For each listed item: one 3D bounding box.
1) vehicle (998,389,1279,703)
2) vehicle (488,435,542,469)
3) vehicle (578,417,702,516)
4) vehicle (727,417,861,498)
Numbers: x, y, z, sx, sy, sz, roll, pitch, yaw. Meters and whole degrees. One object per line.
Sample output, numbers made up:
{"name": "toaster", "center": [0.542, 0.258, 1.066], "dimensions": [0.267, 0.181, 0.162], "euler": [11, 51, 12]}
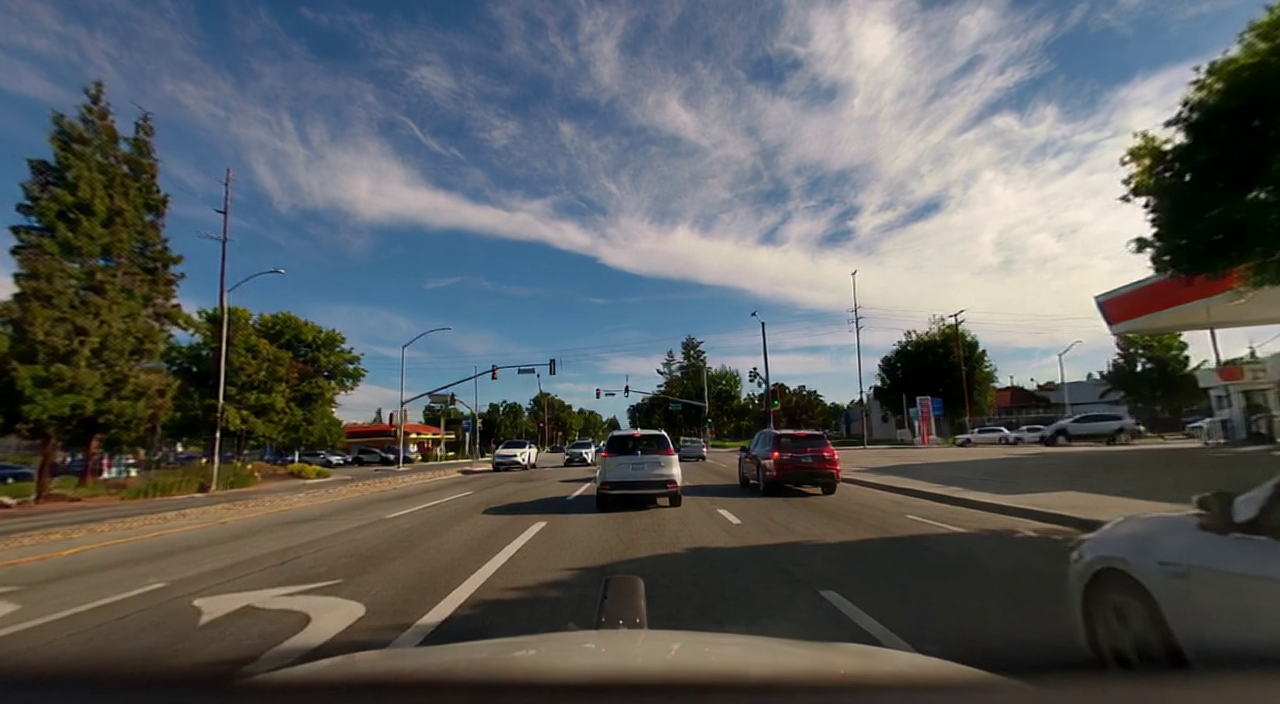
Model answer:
{"name": "vehicle", "center": [3.331, 0.811, 1.892], "dimensions": [1.904, 1.472, 4.358], "euler": [0, -8, -1]}
{"name": "vehicle", "center": [-6.515, 5.283, 33.529], "dimensions": [1.994, 1.695, 4.471], "euler": [0, -8, -1]}
{"name": "vehicle", "center": [-0.070, 2.297, 13.061], "dimensions": [2.164, 1.718, 3.881], "euler": [0, -8, -2]}
{"name": "vehicle", "center": [3.770, 2.715, 16.586], "dimensions": [2.116, 1.791, 5.006], "euler": [0, -8, -2]}
